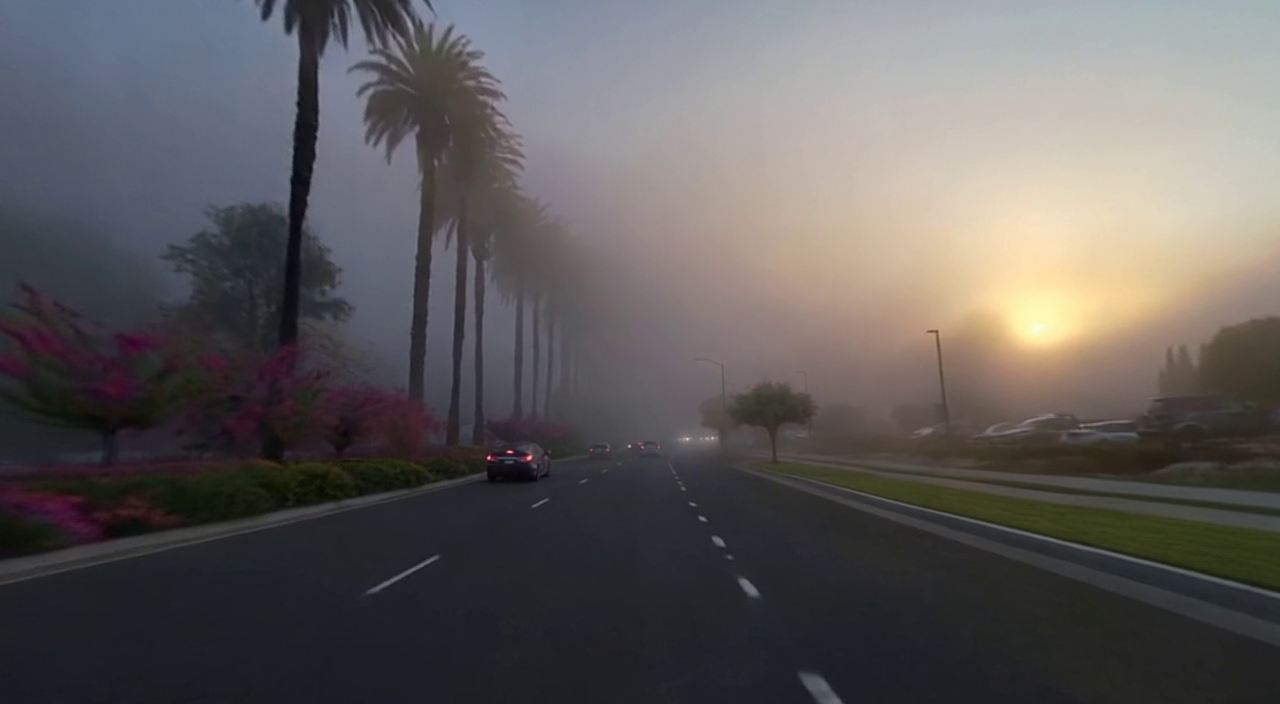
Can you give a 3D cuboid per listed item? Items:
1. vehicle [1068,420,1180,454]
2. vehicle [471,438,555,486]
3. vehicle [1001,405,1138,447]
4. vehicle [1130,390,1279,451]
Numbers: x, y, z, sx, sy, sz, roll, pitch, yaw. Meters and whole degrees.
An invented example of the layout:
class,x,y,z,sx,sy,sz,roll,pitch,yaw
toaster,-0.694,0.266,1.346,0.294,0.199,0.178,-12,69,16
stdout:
class,x,y,z,sx,sy,sz,roll,pitch,yaw
vehicle,21.472,3.796,27.935,3.648,1.427,1.686,1,-8,-6
vehicle,-4.326,3.815,22.133,2.036,1.478,4.508,0,-8,0
vehicle,21.095,3.669,30.957,5.294,1.978,2.201,1,-8,-7
vehicle,21.306,2.501,22.535,5.458,2.044,2.299,0,-8,-2
